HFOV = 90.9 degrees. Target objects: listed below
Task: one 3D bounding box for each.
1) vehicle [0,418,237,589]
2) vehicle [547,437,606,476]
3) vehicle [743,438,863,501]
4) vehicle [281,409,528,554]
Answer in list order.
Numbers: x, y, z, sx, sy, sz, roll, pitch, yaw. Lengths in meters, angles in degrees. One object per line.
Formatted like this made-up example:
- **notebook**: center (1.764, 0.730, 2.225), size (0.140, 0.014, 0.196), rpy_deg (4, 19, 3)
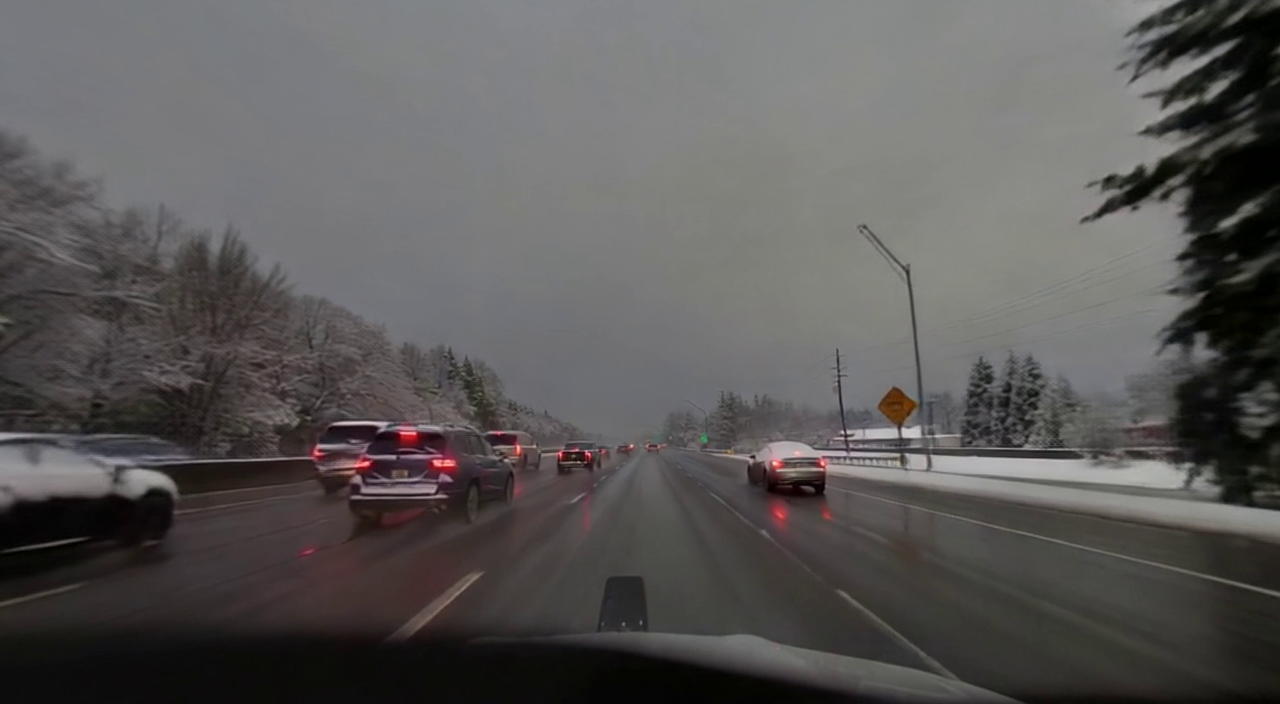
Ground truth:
- **vehicle**: center (-6.860, 1.502, 6.579), size (2.049, 1.544, 4.866), rpy_deg (0, -8, 1)
- **vehicle**: center (-2.873, 4.864, 29.577), size (2.133, 1.668, 4.505), rpy_deg (0, -8, 2)
- **vehicle**: center (4.255, 3.136, 17.331), size (2.022, 1.472, 4.678), rpy_deg (0, -8, 0)
- **vehicle**: center (-3.337, 1.938, 10.160), size (2.133, 1.775, 4.530), rpy_deg (0, -8, 1)
